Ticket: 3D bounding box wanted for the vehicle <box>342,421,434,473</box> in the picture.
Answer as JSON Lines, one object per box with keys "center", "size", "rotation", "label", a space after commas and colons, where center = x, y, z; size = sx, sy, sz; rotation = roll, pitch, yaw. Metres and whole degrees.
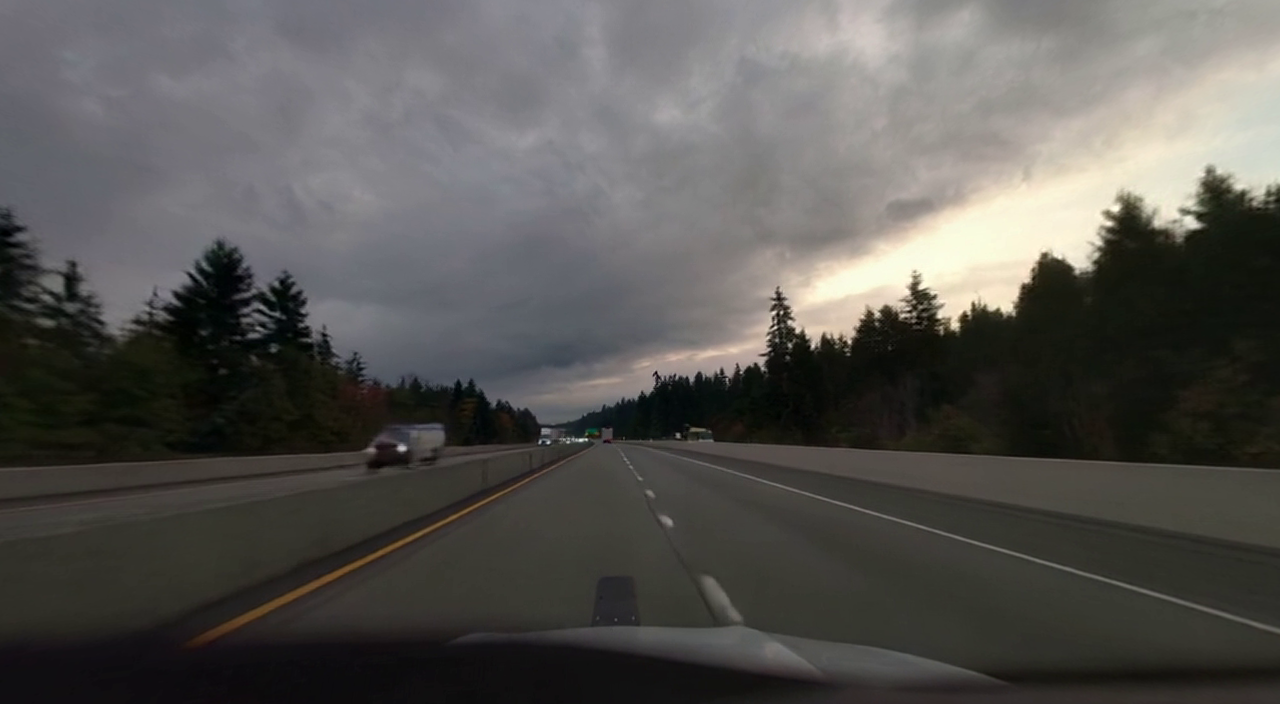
{"center": [-12.469, 4.745, 31.710], "size": [2.301, 2.310, 5.930], "rotation": [0, -8, -1], "label": "vehicle"}
